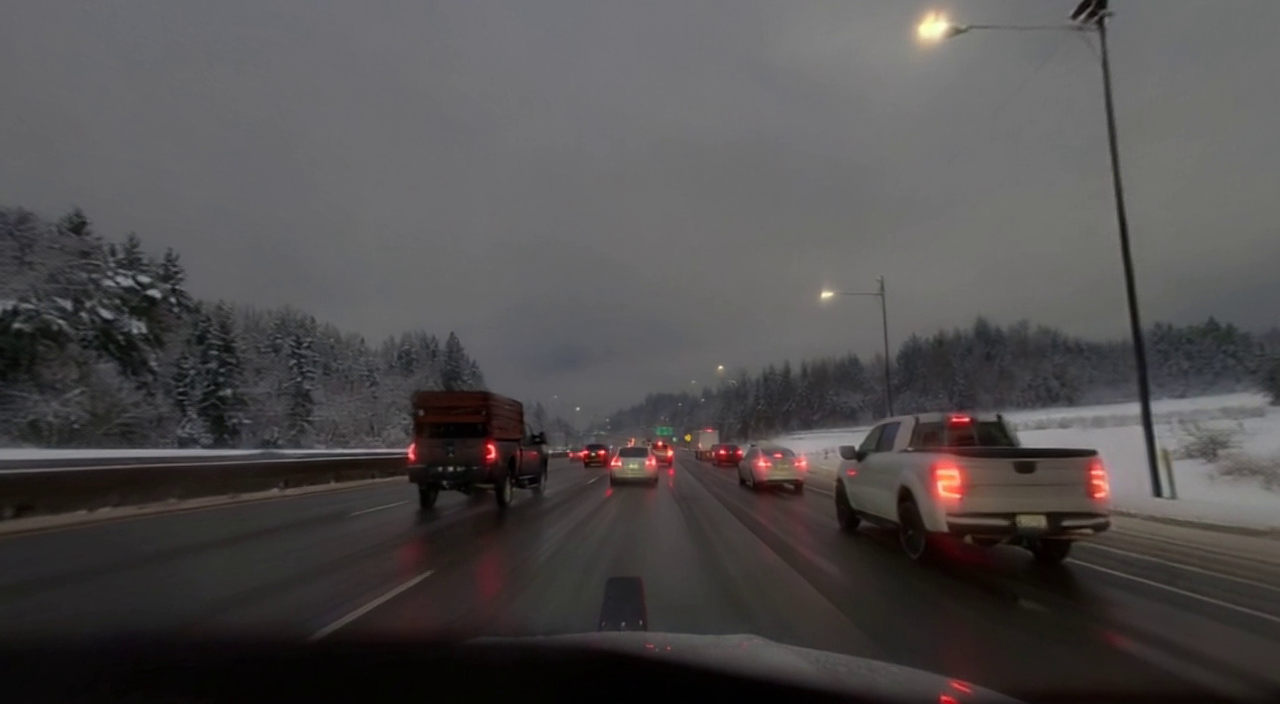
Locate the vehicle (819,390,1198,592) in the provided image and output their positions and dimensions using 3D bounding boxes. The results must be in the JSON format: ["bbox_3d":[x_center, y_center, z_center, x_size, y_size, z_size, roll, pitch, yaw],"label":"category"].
[{"bbox_3d":[3.918,1.560,7.938,1.999,1.777,4.578,0,-8,1],"label":"vehicle"}]

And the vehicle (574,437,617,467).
[{"bbox_3d":[-2.830,6.586,41.651,2.110,1.811,5.585,-1,-8,4],"label":"vehicle"}]

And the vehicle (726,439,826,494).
[{"bbox_3d":[4.036,3.480,19.580,1.907,1.474,4.840,0,-8,-2],"label":"vehicle"}]

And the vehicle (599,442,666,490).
[{"bbox_3d":[-0.153,3.803,21.489,2.070,1.456,4.029,0,-8,2],"label":"vehicle"}]

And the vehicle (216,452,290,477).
[{"bbox_3d":[-25.790,7.477,42.186,1.956,1.476,4.412,-1,-8,3],"label":"vehicle"}]

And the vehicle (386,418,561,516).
[{"bbox_3d":[-3.623,2.674,15.298,2.395,1.892,5.995,0,-8,2],"label":"vehicle"}]
